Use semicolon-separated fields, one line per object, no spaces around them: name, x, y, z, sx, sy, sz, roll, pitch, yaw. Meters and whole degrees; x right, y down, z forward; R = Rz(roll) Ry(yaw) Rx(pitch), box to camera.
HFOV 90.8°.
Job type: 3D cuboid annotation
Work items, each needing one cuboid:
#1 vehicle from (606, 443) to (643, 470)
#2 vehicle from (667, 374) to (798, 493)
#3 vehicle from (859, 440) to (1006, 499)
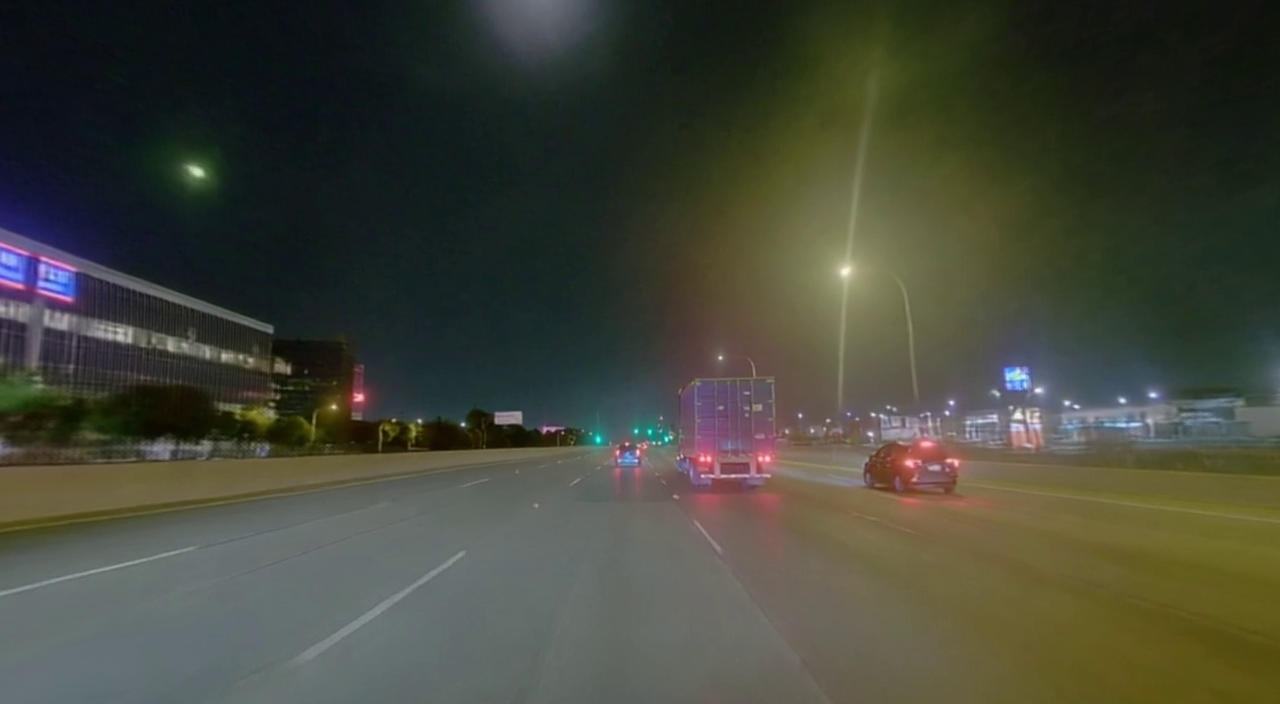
vehicle;-0.851;5.891;35.720;1.929;1.395;3.999;0;-8;-1
vehicle;2.840;3.104;23.393;2.934;3.325;10.986;0;-8;-1
vehicle;8.292;3.351;18.513;2.105;1.494;4.537;0;-8;0
